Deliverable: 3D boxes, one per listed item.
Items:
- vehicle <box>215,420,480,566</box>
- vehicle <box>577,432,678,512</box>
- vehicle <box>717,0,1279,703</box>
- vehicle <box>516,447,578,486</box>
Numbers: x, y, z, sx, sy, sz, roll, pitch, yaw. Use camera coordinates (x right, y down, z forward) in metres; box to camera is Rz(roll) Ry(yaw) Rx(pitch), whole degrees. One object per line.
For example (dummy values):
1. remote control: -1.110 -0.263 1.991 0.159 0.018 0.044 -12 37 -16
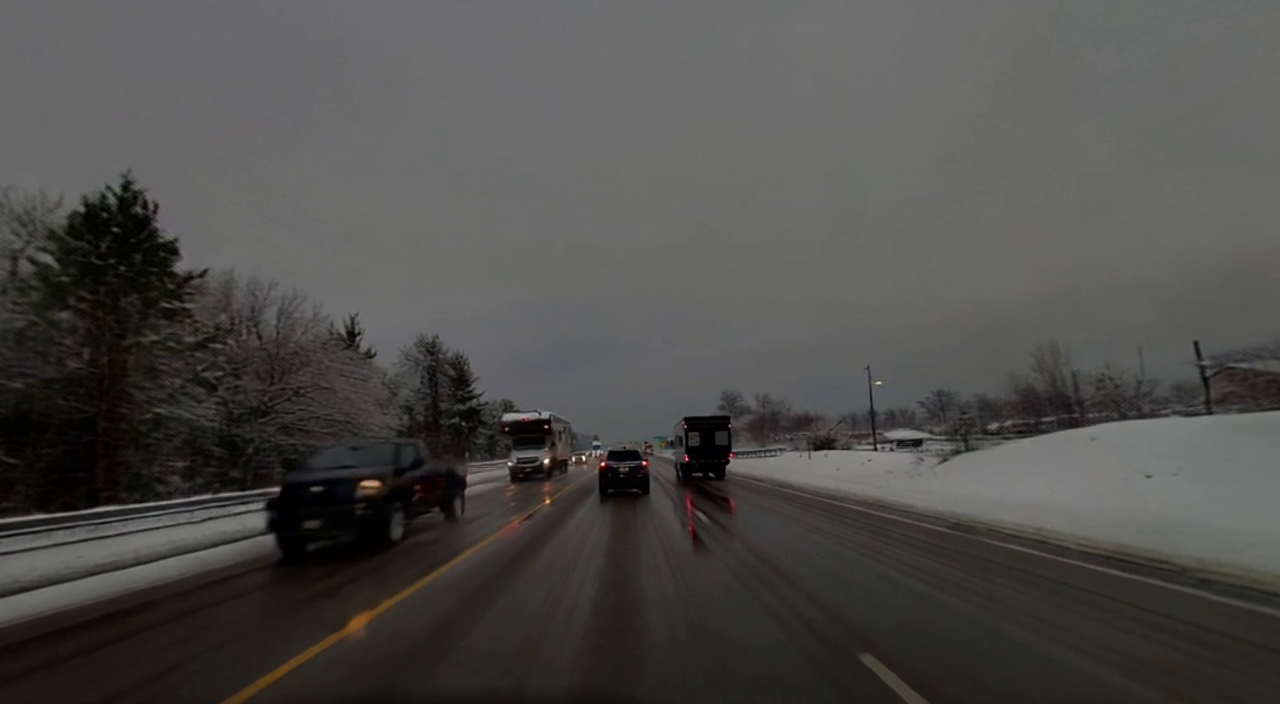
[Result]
1. vehicle: -4.012 1.998 9.628 2.074 1.717 4.089 0 -9 0
2. vehicle: -0.285 2.938 15.892 2.201 1.719 4.058 0 -9 -1
3. vehicle: 2.901 -0.242 3.109 2.934 4.123 15.785 0 -9 0
4. vehicle: -3.838 4.807 26.710 1.980 1.499 3.944 0 -9 1
